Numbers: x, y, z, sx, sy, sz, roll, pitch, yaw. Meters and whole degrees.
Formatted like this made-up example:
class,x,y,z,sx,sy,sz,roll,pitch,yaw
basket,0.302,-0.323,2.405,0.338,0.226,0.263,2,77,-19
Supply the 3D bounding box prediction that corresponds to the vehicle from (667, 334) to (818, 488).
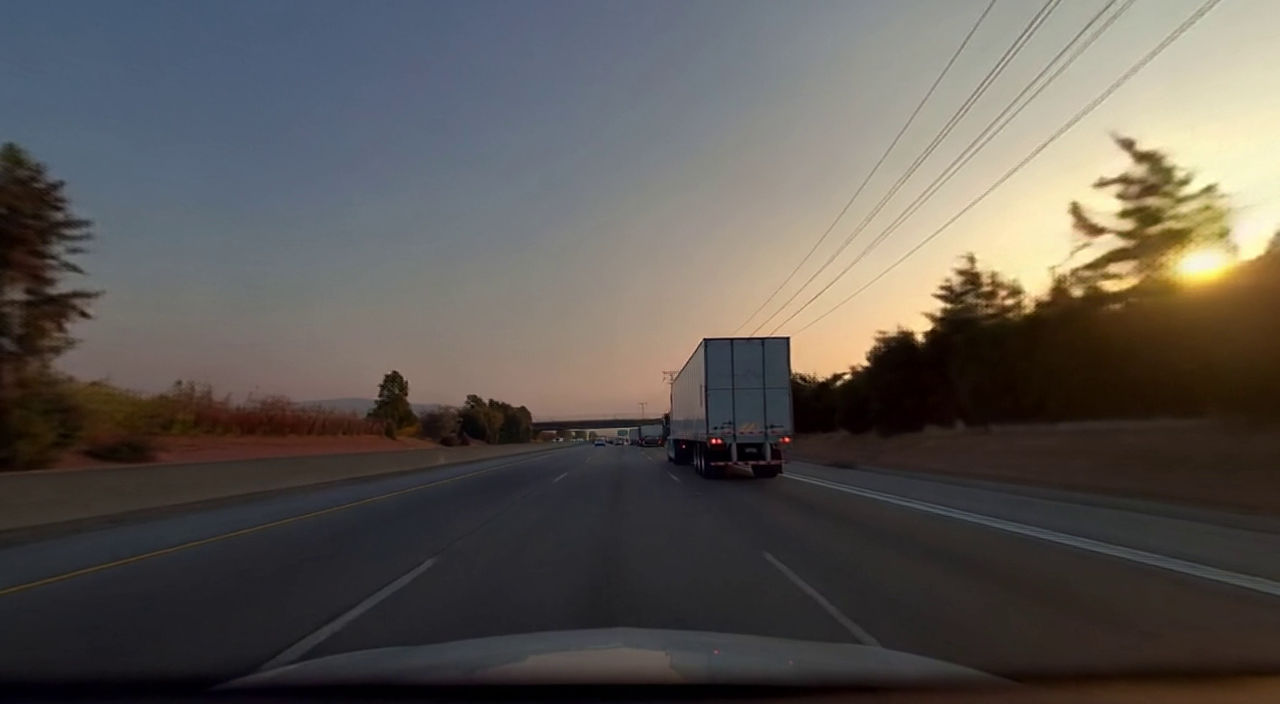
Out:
class,x,y,z,sx,sy,sz,roll,pitch,yaw
vehicle,3.013,2.488,23.768,2.905,4.080,14.157,0,-8,-2
